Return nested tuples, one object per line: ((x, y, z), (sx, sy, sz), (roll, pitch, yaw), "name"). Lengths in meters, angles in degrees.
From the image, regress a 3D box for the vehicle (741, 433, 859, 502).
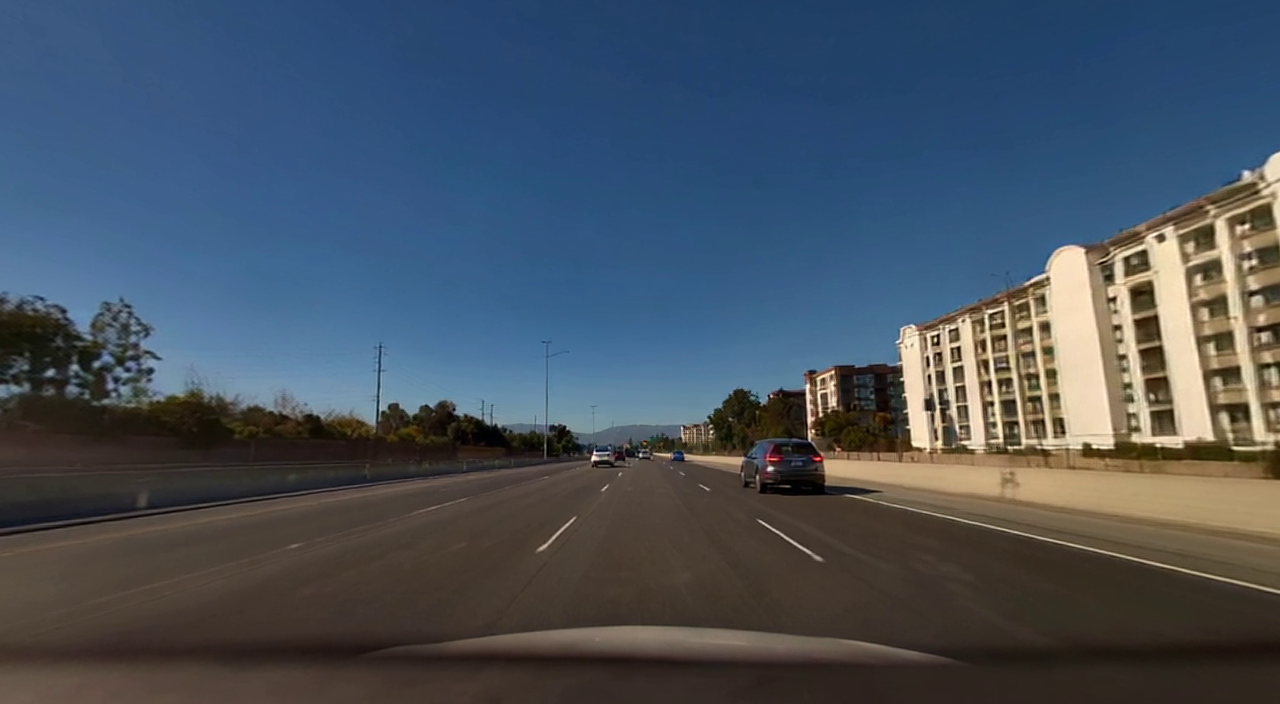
((4.503, 3.335, 18.584), (2.170, 1.733, 4.631), (0, -9, -1), "vehicle")

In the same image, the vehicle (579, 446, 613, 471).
((-3.113, 7.673, 45.625), (2.075, 1.721, 4.763), (0, -9, 0), "vehicle")
